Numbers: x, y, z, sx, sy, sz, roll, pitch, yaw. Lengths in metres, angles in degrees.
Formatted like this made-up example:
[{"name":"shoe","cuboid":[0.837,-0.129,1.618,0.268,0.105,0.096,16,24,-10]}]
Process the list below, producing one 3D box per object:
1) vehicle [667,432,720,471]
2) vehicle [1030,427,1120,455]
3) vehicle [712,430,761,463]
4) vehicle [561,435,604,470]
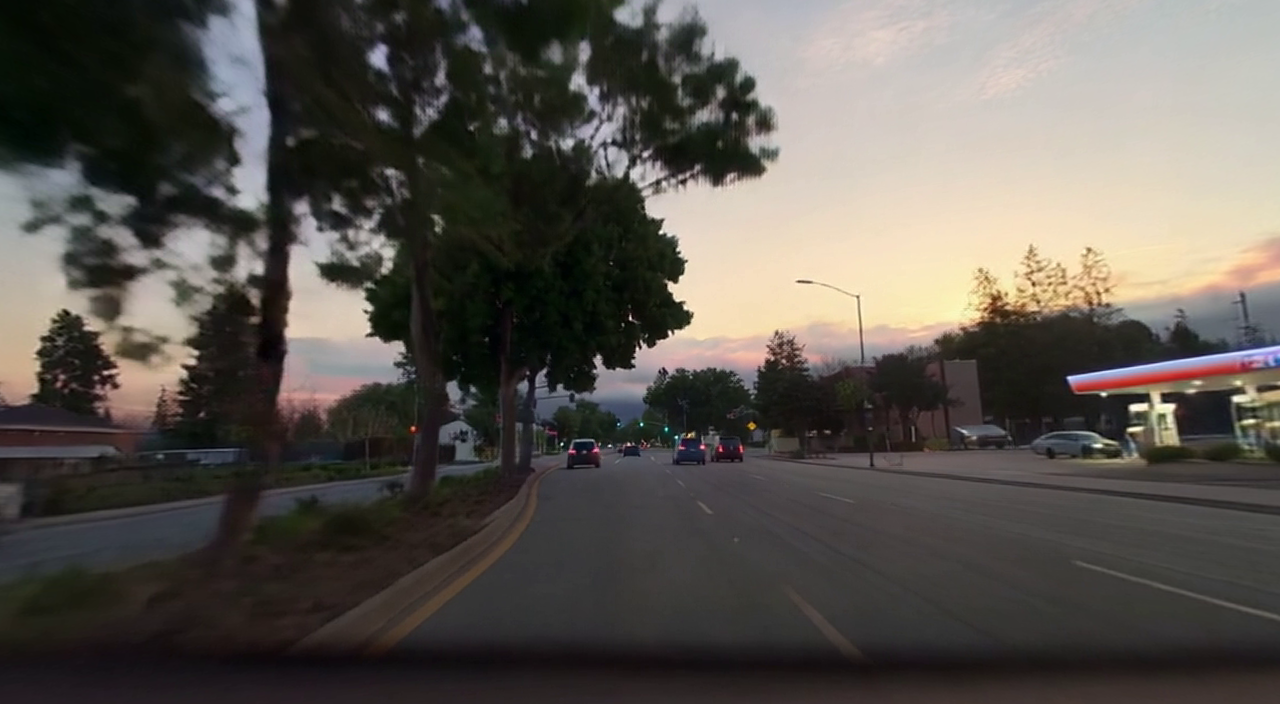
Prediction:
[{"name":"vehicle","cuboid":[2.631,5.016,32.100,2.140,1.800,4.660,0,-8,-1]},{"name":"vehicle","cuboid":[24.241,5.023,35.418,1.805,1.460,4.326,0,-8,-2]},{"name":"vehicle","cuboid":[6.902,6.851,45.865,2.510,2.176,5.527,0,-8,-2]},{"name":"vehicle","cuboid":[-3.233,5.748,36.324,2.261,1.820,4.255,0,-8,-3]}]
